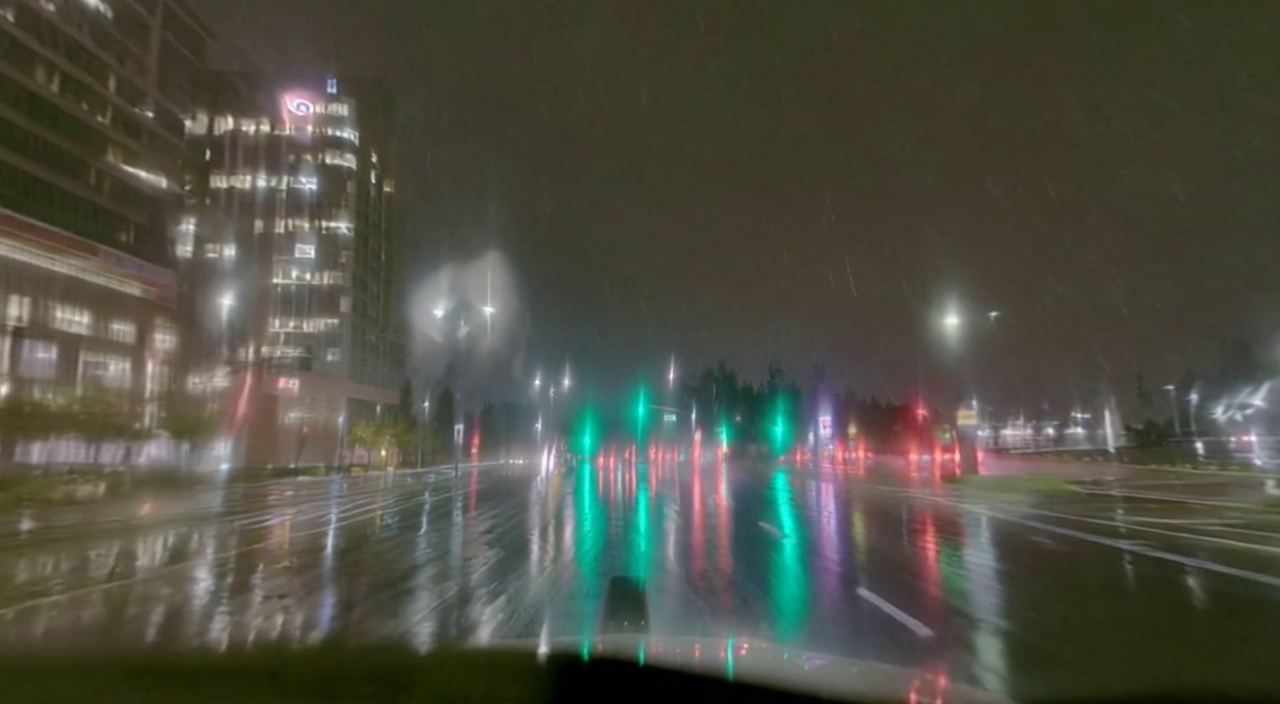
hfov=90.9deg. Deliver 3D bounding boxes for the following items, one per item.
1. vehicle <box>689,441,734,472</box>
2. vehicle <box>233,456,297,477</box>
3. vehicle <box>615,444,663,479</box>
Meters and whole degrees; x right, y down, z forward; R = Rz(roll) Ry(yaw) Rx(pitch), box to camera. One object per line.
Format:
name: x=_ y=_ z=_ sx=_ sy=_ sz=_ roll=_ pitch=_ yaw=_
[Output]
vehicle: x=4.109 y=6.050 z=36.841 sx=2.007 sy=1.683 sz=4.171 roll=0 pitch=-8 yaw=-2
vehicle: x=-29.300 y=8.925 z=49.388 sx=1.879 sy=1.489 sz=4.627 roll=-1 pitch=-9 yaw=6
vehicle: x=-0.047 y=4.973 z=28.980 sx=2.059 sy=1.477 sz=3.988 roll=0 pitch=-8 yaw=0
